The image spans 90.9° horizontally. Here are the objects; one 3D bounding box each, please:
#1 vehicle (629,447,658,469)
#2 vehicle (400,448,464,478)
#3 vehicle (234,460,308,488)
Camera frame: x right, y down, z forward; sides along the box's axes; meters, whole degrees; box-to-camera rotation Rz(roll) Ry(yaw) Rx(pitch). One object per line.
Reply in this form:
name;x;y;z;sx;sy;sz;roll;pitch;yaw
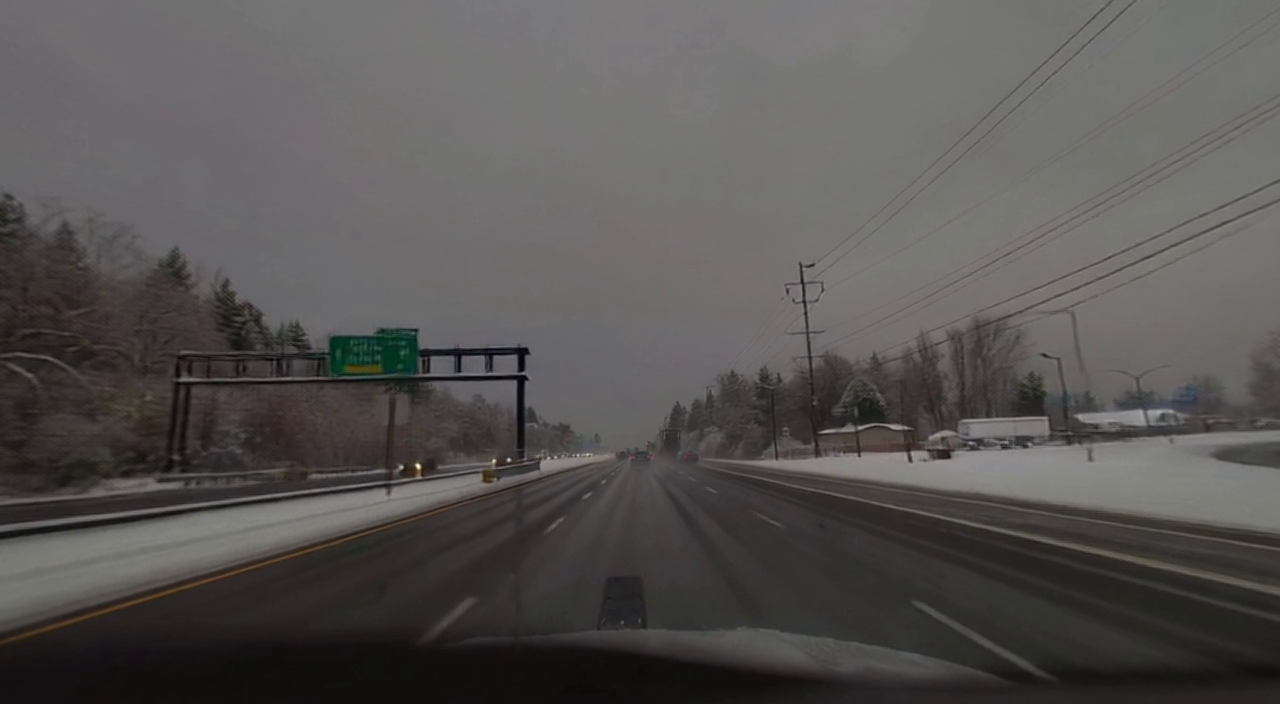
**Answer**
vehicle;0.278;8.154;48.430;2.111;1.599;3.859;0;-9;0
vehicle;-11.375;6.105;34.851;1.950;1.505;4.757;0;-9;0
vehicle;-22.557;7.434;38.752;1.825;1.524;4.595;0;-9;-1
